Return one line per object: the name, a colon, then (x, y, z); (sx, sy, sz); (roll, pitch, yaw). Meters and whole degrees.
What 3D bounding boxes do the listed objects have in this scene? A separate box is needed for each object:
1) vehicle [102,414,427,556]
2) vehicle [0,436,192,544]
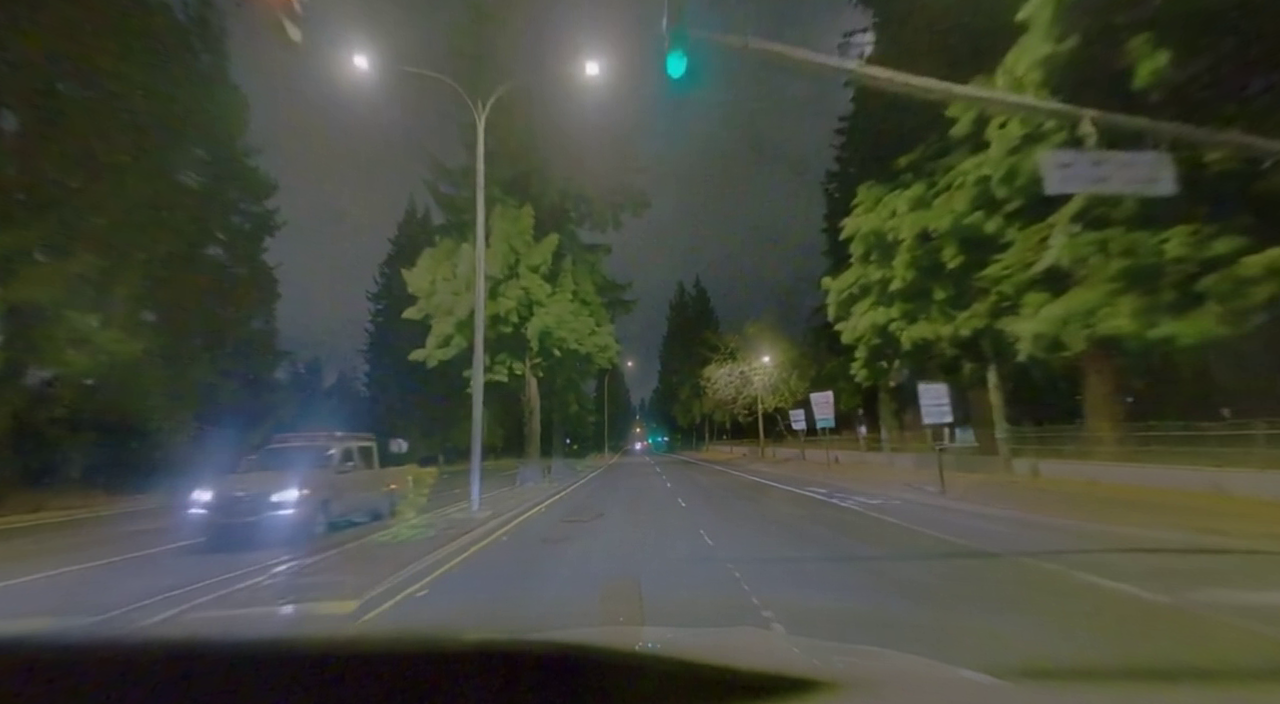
vehicle: (-5.986, 2.206, 11.464); (2.084, 1.823, 6.226); (-1, -8, 0)
vehicle: (-12.041, 2.696, 13.080); (2.208, 1.821, 4.552); (0, -8, -1)
